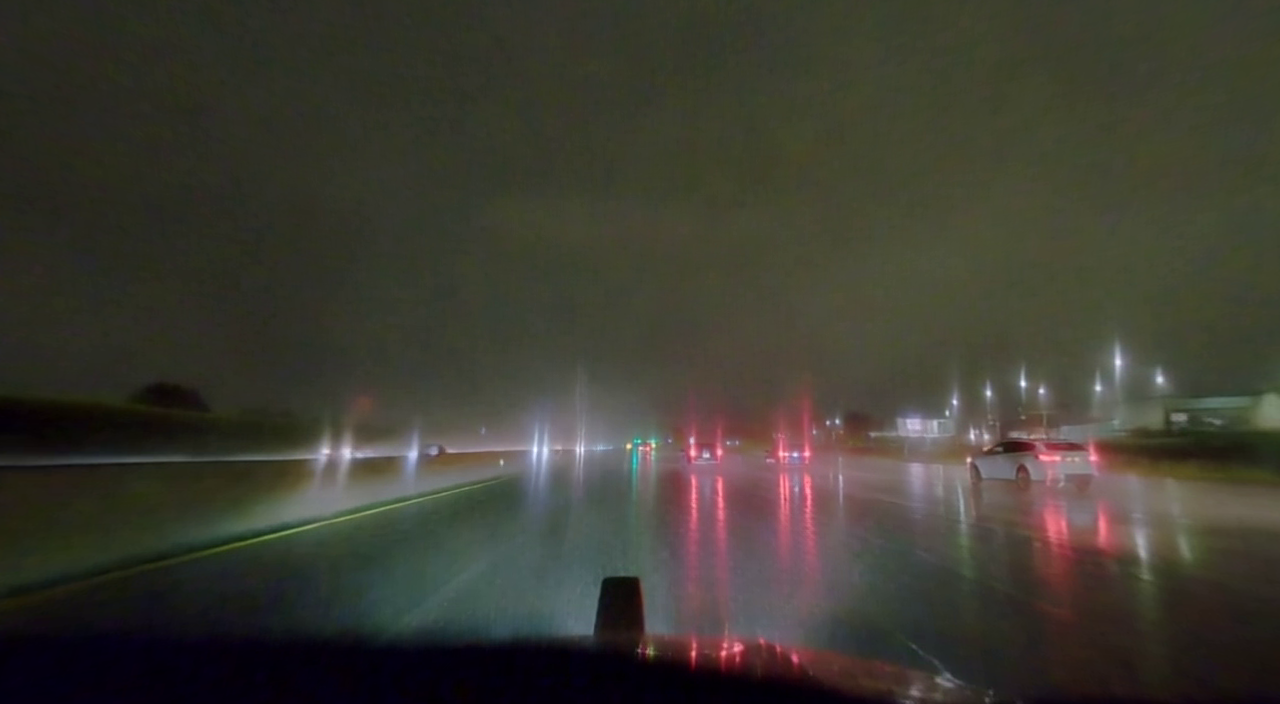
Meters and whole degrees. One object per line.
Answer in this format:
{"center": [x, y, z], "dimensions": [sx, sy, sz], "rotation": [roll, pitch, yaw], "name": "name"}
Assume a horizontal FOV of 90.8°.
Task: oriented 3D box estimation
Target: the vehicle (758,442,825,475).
{"center": [6.988, 4.961, 29.625], "dimensions": [1.952, 1.442, 4.259], "rotation": [0, -9, -2], "name": "vehicle"}

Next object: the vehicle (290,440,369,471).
{"center": [-18.216, 6.089, 37.398], "dimensions": [2.140, 1.722, 5.002], "rotation": [0, -9, -1], "name": "vehicle"}

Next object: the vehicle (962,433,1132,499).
{"center": [10.885, 3.064, 17.334], "dimensions": [1.844, 1.560, 4.085], "rotation": [0, -9, -1], "name": "vehicle"}

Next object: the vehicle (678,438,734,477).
{"center": [2.949, 4.833, 29.154], "dimensions": [1.977, 1.601, 4.598], "rotation": [0, -9, -2], "name": "vehicle"}

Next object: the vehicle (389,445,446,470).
{"center": [-14.246, 6.764, 40.734], "dimensions": [1.939, 1.495, 4.658], "rotation": [0, -9, 0], "name": "vehicle"}
